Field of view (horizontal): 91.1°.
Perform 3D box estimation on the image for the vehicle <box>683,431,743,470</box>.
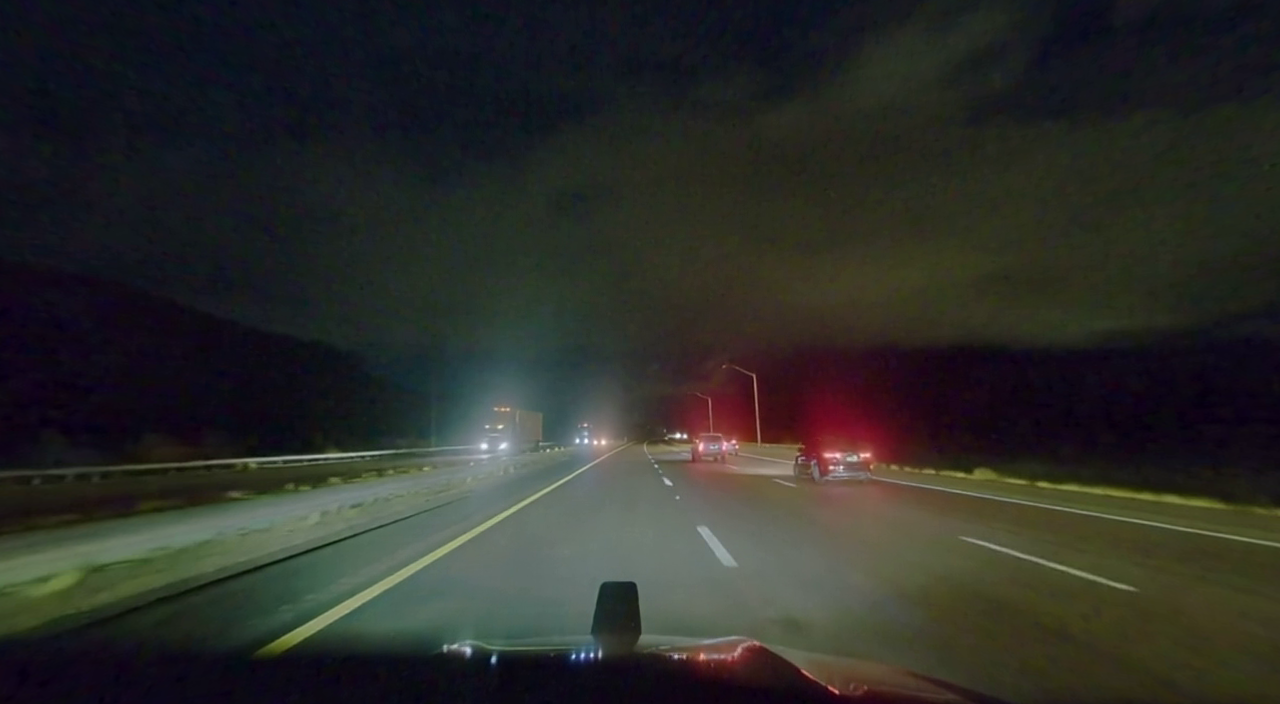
[{"bbox_3d":[3.187,4.389,28.332,2.084,1.583,4.420,0,-8,-1],"label":"vehicle"}]
